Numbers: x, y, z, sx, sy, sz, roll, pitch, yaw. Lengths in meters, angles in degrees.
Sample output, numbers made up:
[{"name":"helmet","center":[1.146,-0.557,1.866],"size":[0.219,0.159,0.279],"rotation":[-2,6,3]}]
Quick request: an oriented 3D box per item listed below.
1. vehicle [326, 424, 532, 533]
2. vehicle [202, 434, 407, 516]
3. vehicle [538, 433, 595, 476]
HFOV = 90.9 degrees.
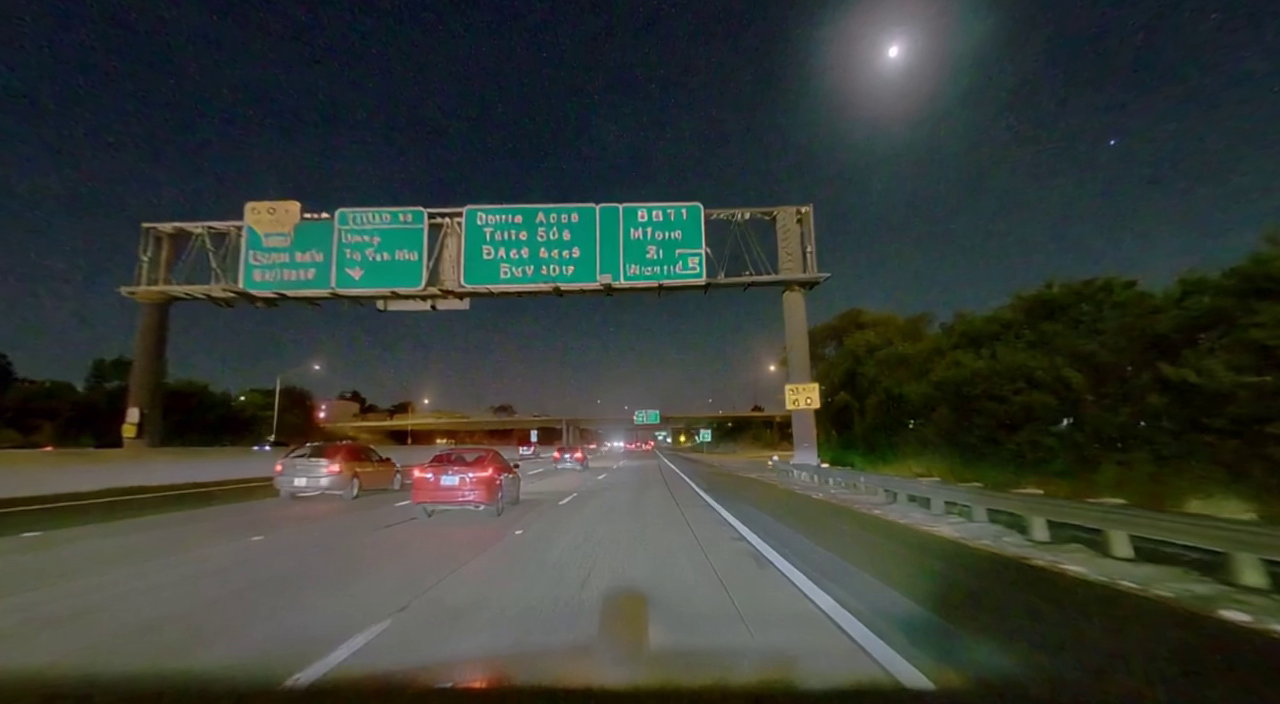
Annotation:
[{"name":"vehicle","center":[-3.597,2.265,11.897],"size":[2.210,1.628,4.586],"rotation":[0,-9,1]},{"name":"vehicle","center":[-7.240,2.682,14.328],"size":[2.029,1.530,4.620],"rotation":[0,-8,1]},{"name":"vehicle","center":[-3.298,4.728,29.259],"size":[2.080,1.811,4.644],"rotation":[0,-9,1]}]
